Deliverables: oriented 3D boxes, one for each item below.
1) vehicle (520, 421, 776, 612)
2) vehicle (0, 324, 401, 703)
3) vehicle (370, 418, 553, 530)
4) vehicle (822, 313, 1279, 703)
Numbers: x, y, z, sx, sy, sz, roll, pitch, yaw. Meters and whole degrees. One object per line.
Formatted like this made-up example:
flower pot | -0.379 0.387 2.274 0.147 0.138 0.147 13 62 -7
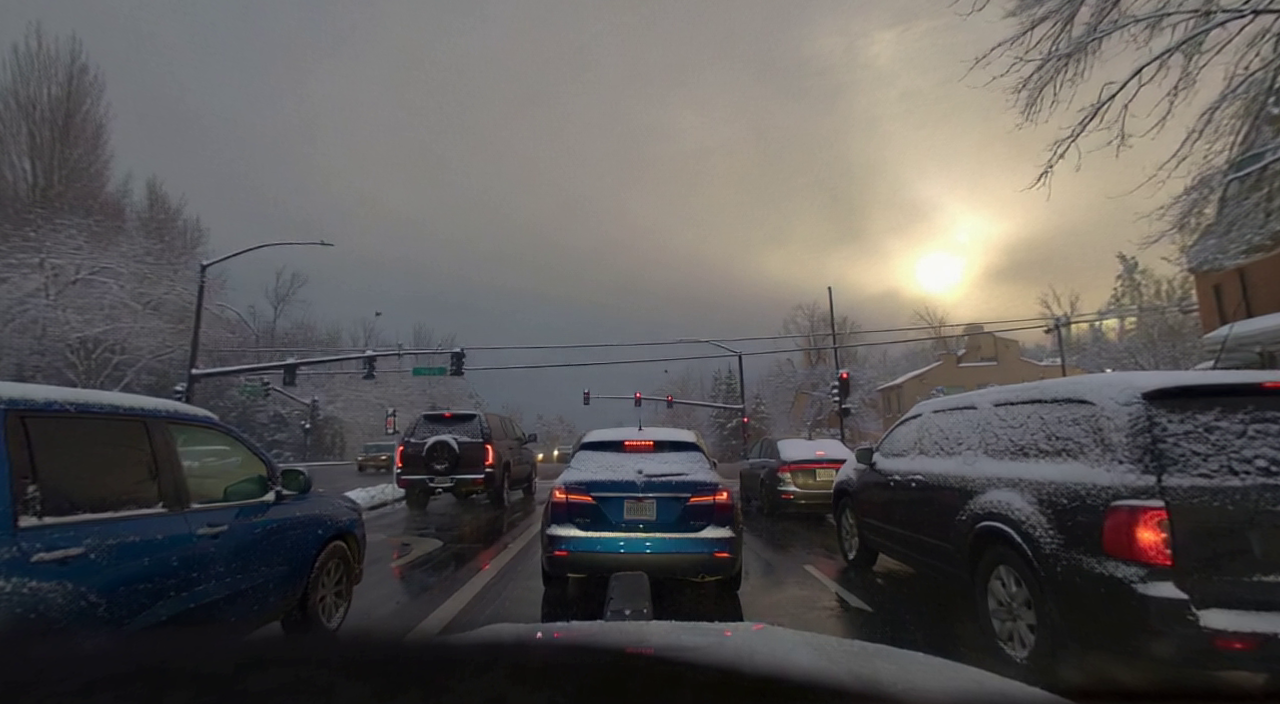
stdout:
vehicle | 0.025 1.598 7.034 2.021 1.490 3.948 0 -8 -1
vehicle | -3.117 0.954 3.293 1.982 1.721 4.261 0 -8 1
vehicle | -3.182 2.300 12.445 2.117 1.772 4.619 0 -8 2
vehicle | 3.218 1.100 4.726 2.141 1.833 4.704 0 -8 -2
